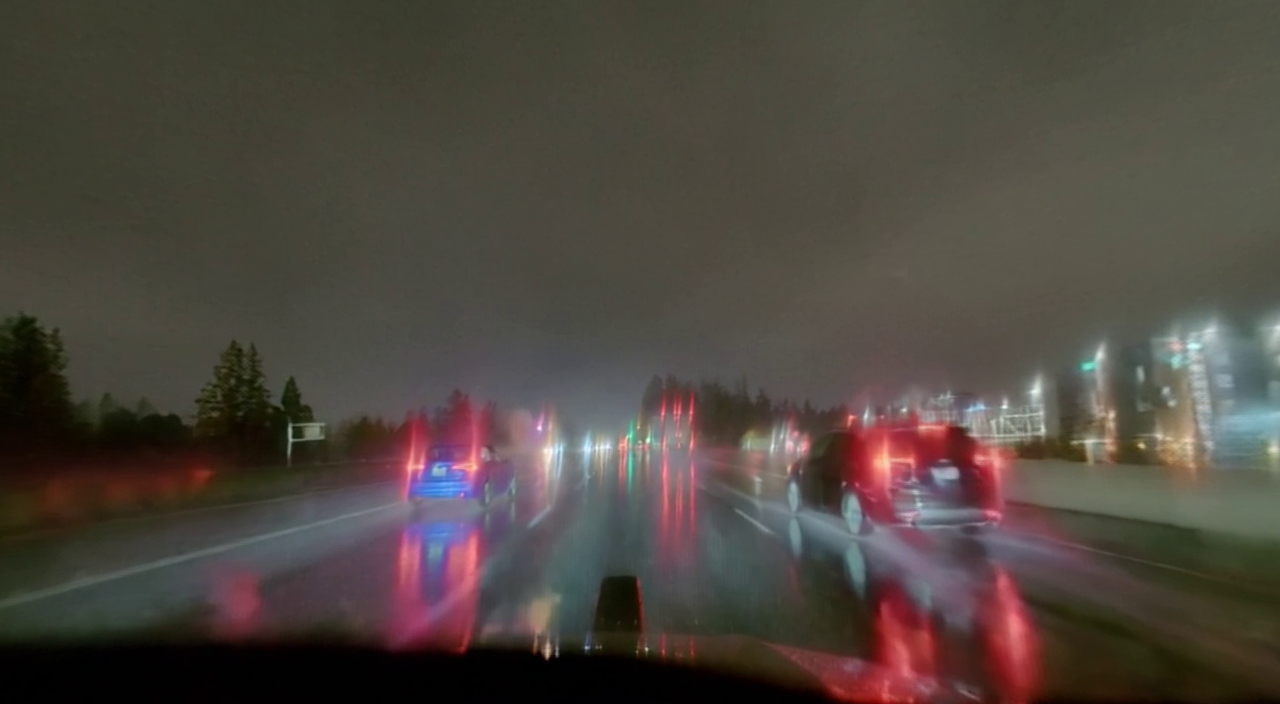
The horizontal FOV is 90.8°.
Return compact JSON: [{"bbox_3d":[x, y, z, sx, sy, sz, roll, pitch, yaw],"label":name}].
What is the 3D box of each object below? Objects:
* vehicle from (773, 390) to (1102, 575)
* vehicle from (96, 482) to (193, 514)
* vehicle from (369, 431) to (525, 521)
[{"bbox_3d":[3.342,1.581,8.374,2.065,1.760,4.488,0,-8,-1],"label":"vehicle"},{"bbox_3d":[-28.982,8.533,37.168,1.938,1.481,4.729,0,-8,0],"label":"vehicle"},{"bbox_3d":[-3.921,2.596,13.853,1.903,1.607,4.770,0,-8,0],"label":"vehicle"}]
